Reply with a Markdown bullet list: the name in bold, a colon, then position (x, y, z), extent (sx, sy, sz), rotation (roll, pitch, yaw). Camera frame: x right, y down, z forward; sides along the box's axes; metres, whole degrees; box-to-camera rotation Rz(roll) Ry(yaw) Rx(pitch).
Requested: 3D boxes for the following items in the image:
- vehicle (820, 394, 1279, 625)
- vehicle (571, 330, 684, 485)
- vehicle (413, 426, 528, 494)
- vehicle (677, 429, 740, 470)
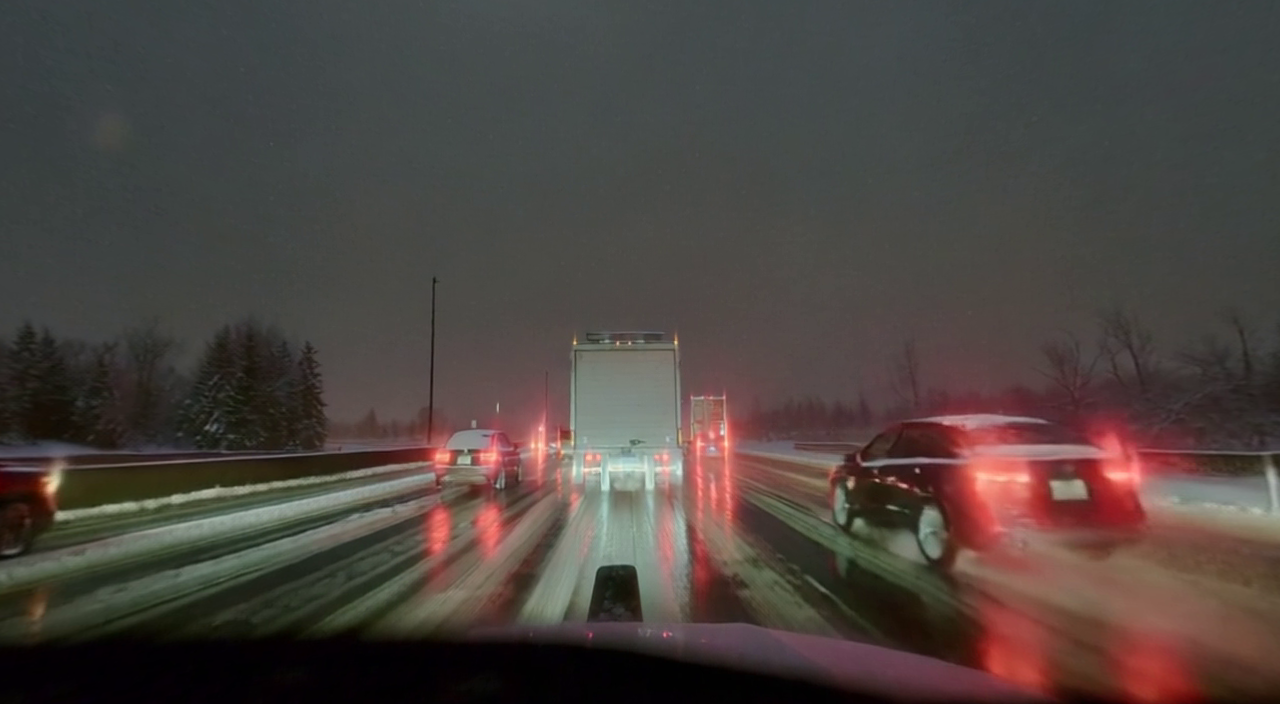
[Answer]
- **vehicle**: position (3.458, 1.333, 6.353), extent (1.945, 1.529, 4.129), rotation (0, -8, -2)
- **vehicle**: position (-0.505, 2.086, 21.430), extent (2.938, 4.033, 9.980), rotation (0, -8, -2)
- **vehicle**: position (-4.123, 2.670, 15.945), extent (1.882, 1.493, 3.828), rotation (0, -8, -1)
- **vehicle**: position (2.708, 3.968, 25.831), extent (1.976, 1.513, 4.065), rotation (0, -8, -2)
